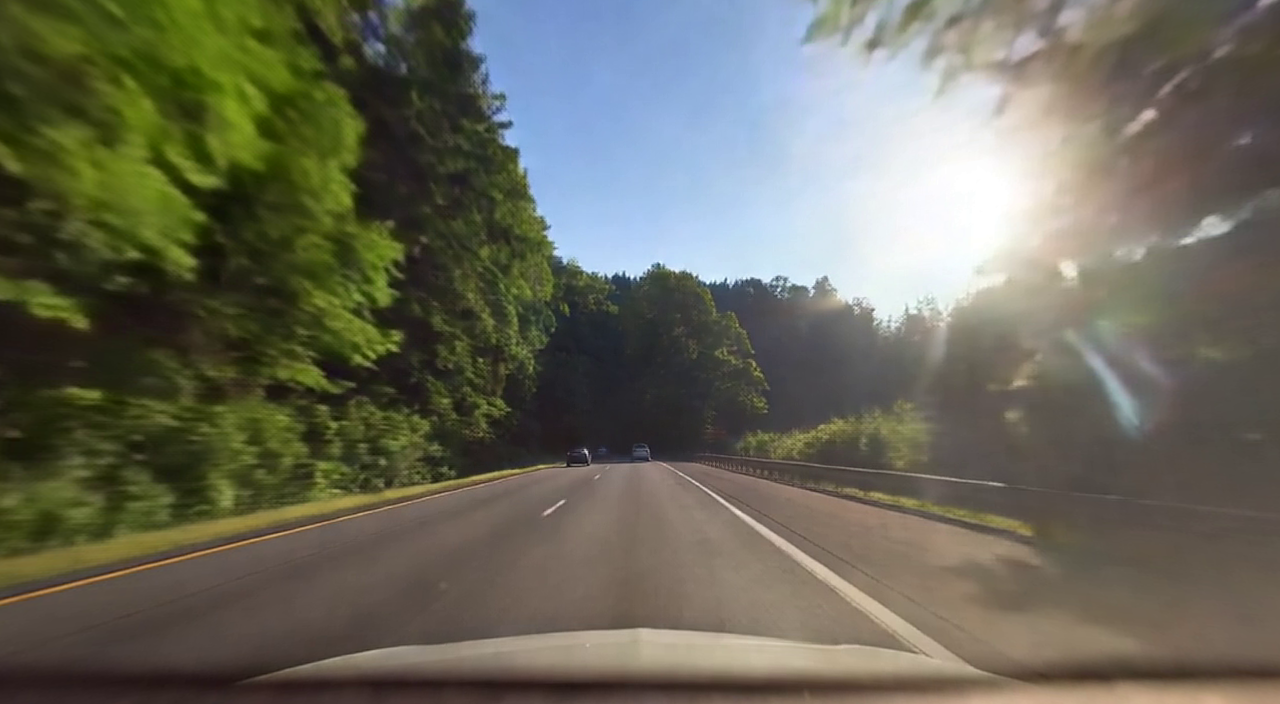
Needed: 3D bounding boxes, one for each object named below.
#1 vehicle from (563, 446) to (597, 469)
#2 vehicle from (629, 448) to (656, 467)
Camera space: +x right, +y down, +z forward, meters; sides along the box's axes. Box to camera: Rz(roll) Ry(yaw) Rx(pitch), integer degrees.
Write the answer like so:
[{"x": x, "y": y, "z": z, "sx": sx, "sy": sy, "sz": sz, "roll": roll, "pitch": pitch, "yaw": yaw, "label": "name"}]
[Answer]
[{"x": -4.229, "y": 7.531, "z": 45.087, "sx": 2.112, "sy": 1.498, "sz": 4.117, "roll": 0, "pitch": -9, "yaw": 0, "label": "vehicle"}, {"x": 0.198, "y": 8.176, "z": 49.087, "sx": 1.989, "sy": 1.402, "sz": 3.831, "roll": 0, "pitch": -9, "yaw": 0, "label": "vehicle"}]
